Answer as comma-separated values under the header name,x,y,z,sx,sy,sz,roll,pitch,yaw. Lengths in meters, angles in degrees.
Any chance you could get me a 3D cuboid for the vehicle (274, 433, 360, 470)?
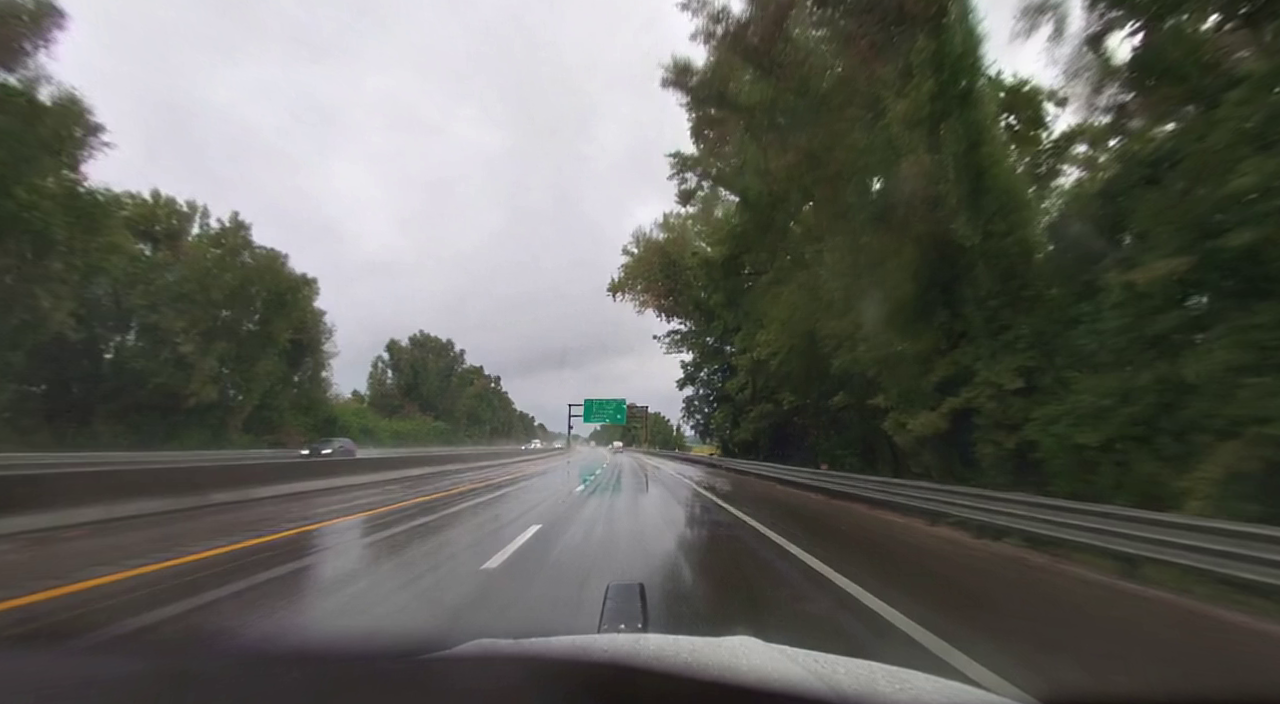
name,x,y,z,sx,sy,sz,roll,pitch,yaw
vehicle,-15.396,4.780,30.309,1.981,1.602,4.219,0,-9,-1
